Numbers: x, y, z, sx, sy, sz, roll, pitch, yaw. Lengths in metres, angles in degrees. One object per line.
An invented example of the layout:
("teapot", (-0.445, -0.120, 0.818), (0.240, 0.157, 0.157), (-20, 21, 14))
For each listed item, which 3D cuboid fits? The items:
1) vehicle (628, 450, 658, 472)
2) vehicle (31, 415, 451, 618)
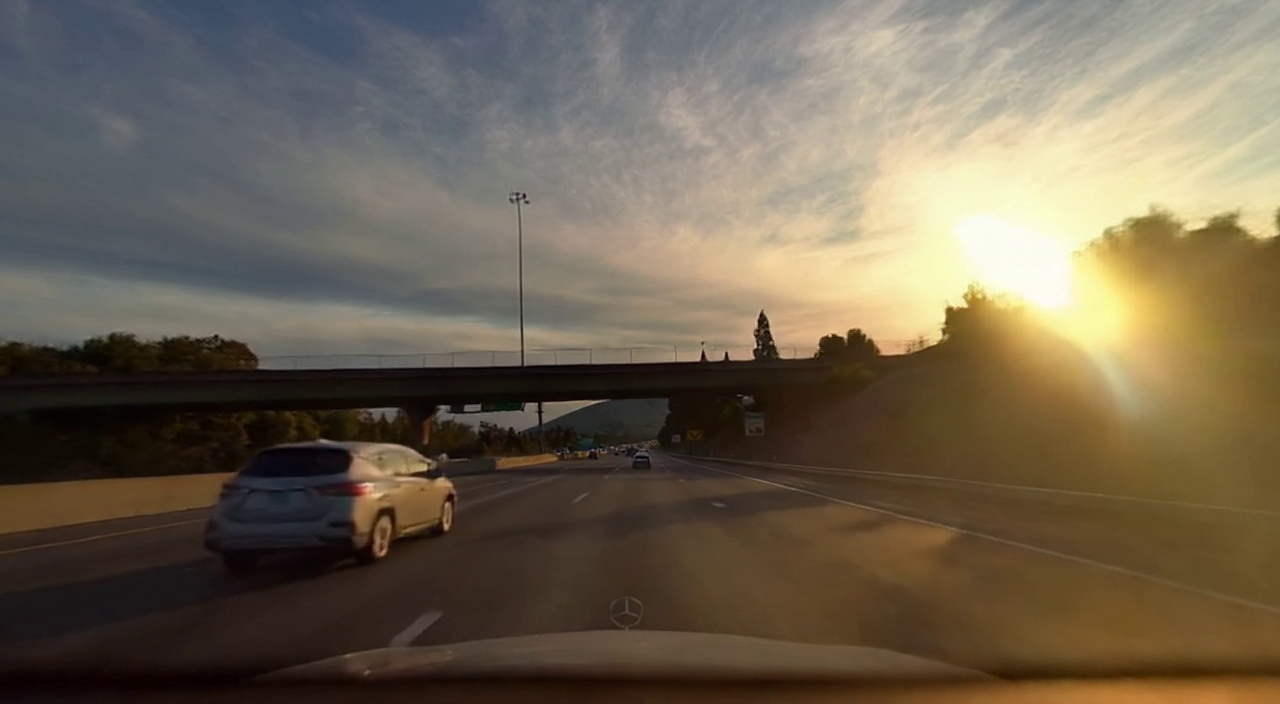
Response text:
("vehicle", (0.206, 8.041, 46.507), (2.113, 1.537, 4.208), (0, -9, 0))
("vehicle", (-3.971, 1.708, 7.469), (2.055, 1.665, 4.373), (0, -9, 0))
